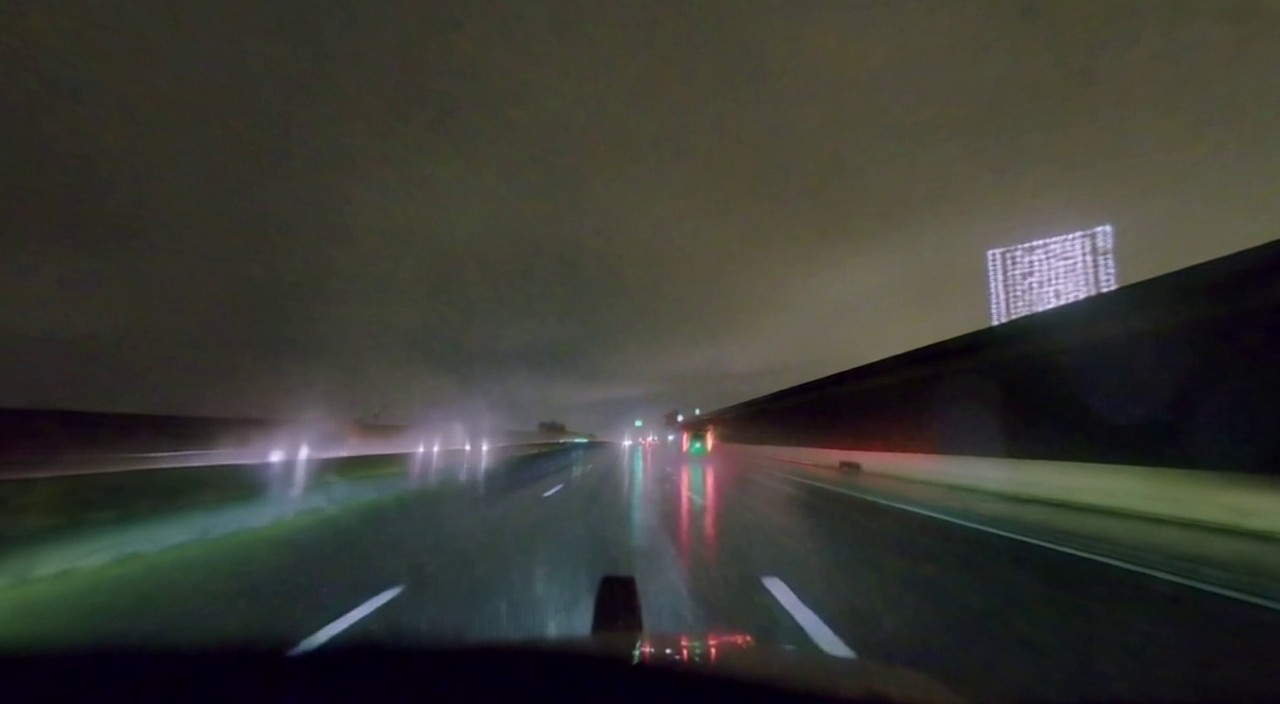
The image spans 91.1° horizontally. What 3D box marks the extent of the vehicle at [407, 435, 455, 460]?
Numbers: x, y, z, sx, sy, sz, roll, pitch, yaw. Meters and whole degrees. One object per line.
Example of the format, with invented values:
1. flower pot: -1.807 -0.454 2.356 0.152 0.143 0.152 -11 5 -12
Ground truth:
1. vehicle: -16.458 7.530 49.811 2.095 1.909 4.829 0 -8 0

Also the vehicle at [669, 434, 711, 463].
1. vehicle: 2.688 5.295 34.610 1.946 1.481 3.969 0 -8 -1

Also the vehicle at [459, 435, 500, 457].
1. vehicle: -12.241 7.182 48.180 1.949 1.556 4.350 0 -8 1

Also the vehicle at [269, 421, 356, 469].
1. vehicle: -20.151 5.744 39.030 2.376 2.740 5.159 0 -8 2

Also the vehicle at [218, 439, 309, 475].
1. vehicle: -19.991 5.565 33.673 1.961 1.737 4.623 0 -8 0
